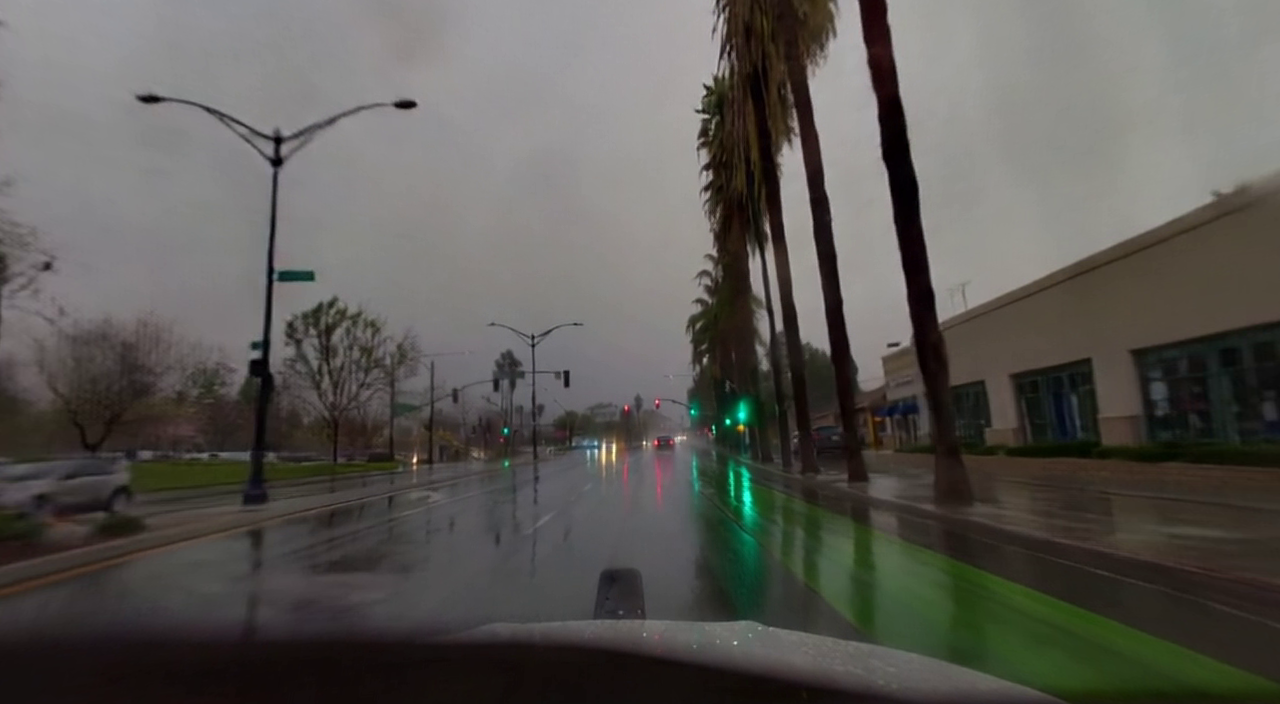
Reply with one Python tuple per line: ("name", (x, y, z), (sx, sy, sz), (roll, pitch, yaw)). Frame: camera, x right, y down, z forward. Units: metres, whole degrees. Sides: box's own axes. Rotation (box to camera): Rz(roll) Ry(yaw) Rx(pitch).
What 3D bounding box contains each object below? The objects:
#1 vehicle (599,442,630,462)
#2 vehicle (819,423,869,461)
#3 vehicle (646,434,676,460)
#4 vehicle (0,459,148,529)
("vehicle", (-1.909, 7.611, 48.276), (1.969, 1.481, 3.868), (-1, -9, 3))
("vehicle", (12.777, 5.672, 39.893), (1.996, 2.172, 5.298), (-1, -8, 7))
("vehicle", (1.639, 7.340, 48.895), (2.206, 1.922, 4.262), (-1, -9, 2))
("vehicle", (-18.262, 4.208, 19.237), (2.178, 1.779, 5.406), (0, -9, 0))
